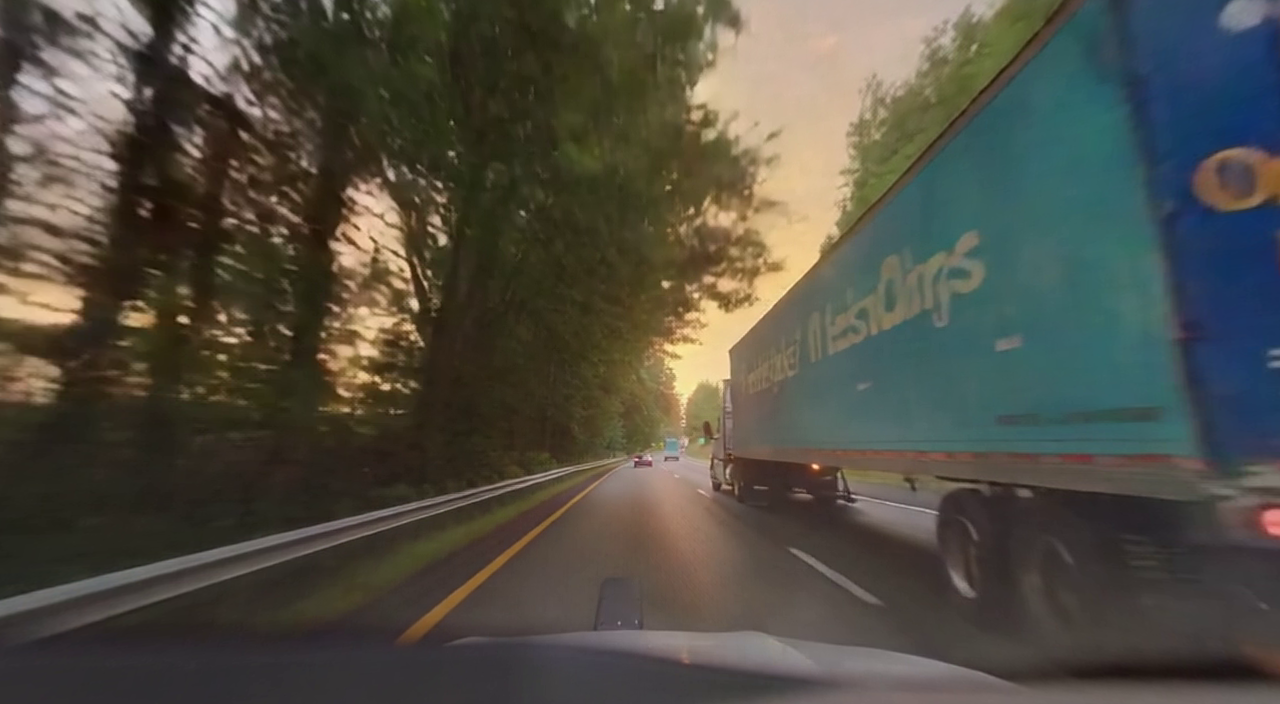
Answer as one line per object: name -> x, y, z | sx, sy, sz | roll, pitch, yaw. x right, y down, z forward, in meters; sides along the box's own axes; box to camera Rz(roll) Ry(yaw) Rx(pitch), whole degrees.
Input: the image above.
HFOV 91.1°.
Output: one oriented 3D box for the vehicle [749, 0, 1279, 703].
vehicle -> 3.861, 0.352, 6.810 | 3.440, 4.090, 11.380 | -1, -9, 1
